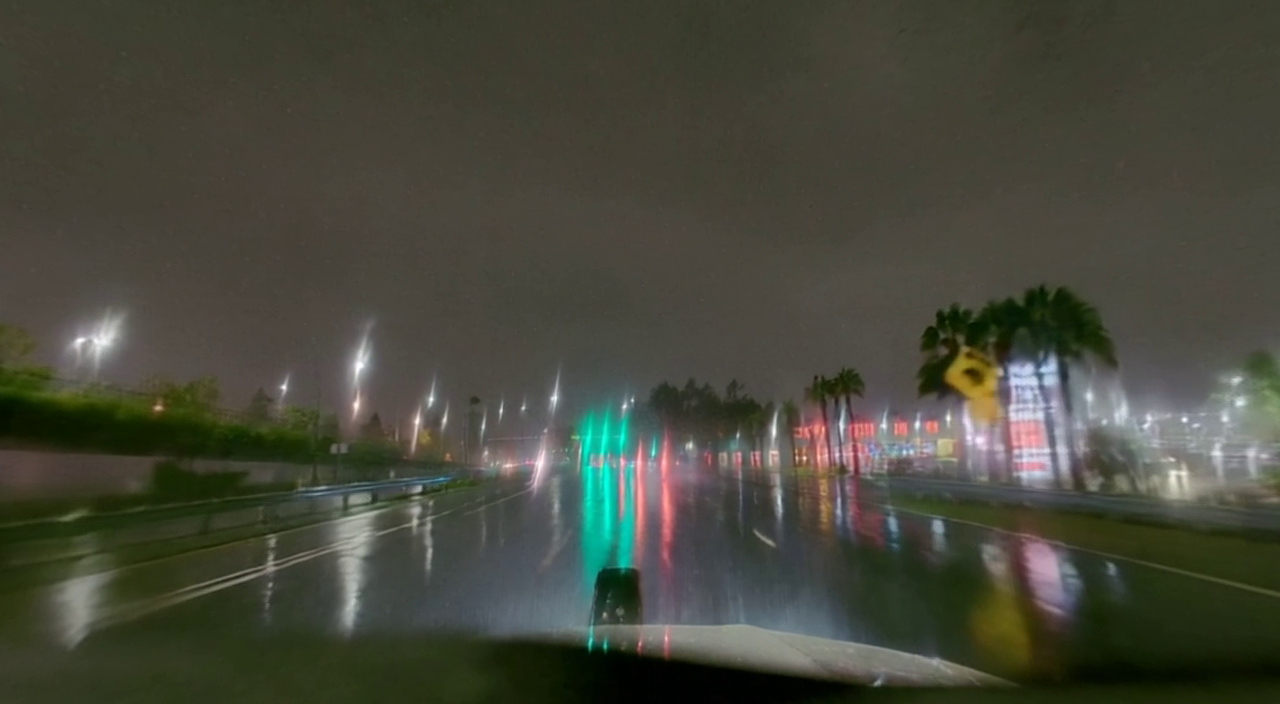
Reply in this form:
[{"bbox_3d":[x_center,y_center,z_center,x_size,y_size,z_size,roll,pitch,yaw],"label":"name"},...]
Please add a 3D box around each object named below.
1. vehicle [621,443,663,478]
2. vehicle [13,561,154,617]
[{"bbox_3d":[0.067,5.769,33.657,2.089,1.718,4.193,0,-9,-1],"label":"vehicle"},{"bbox_3d":[-30.108,12.831,34.447,2.309,1.963,5.918,0,-11,0],"label":"vehicle"}]
